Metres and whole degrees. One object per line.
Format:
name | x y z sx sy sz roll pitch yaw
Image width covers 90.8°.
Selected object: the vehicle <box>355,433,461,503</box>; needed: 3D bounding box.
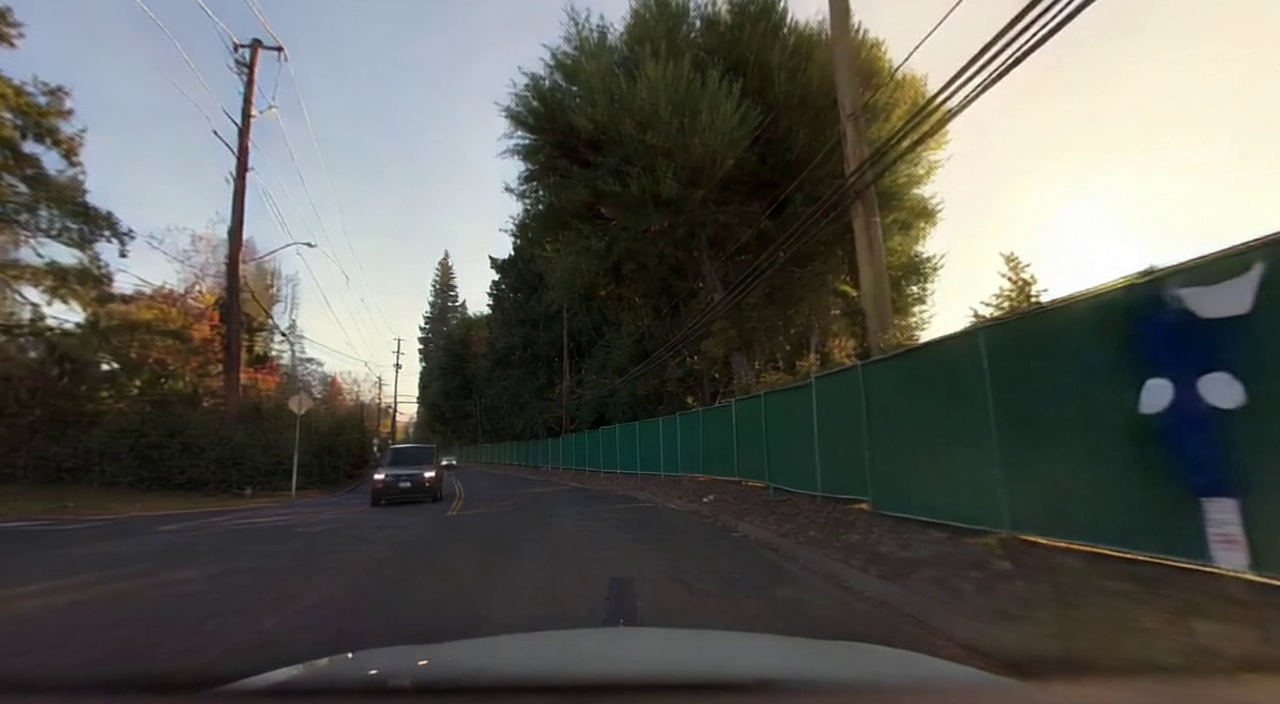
vehicle | -6.986 3.508 19.539 2.185 1.901 4.177 1 -9 -8
